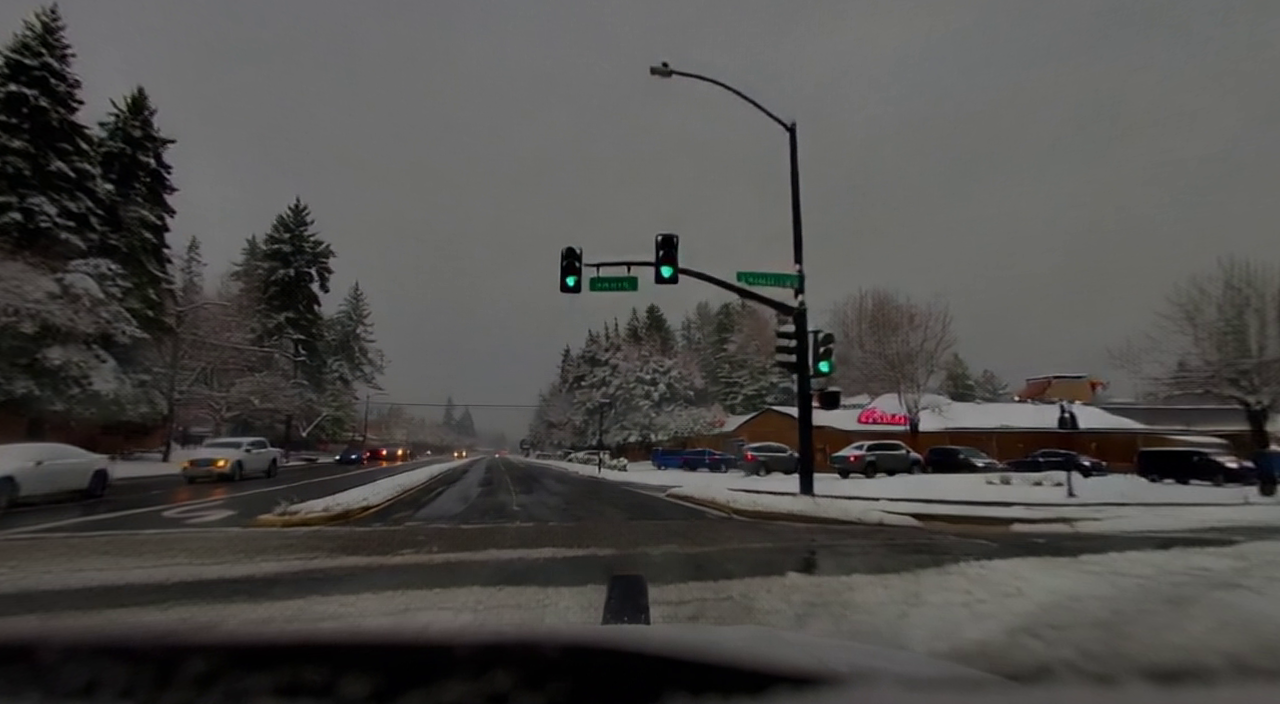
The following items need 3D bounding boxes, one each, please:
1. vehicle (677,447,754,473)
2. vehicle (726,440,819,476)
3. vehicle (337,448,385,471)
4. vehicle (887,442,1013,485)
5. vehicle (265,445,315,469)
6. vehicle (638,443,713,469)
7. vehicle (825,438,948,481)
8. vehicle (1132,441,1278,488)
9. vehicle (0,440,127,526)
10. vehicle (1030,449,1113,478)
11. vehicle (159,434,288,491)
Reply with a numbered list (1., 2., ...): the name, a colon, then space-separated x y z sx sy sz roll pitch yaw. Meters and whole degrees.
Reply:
1. vehicle: 4.586 6.494 38.179 4.257 1.474 1.751 3 -9 -20
2. vehicle: 6.986 5.542 33.166 4.669 1.770 1.896 5 -10 -30
3. vehicle: -18.749 7.195 42.498 1.951 1.436 4.624 2 -9 -11
4. vehicle: 13.023 4.646 26.580 4.375 1.685 2.045 2 -9 -14
5. vehicle: -27.398 8.232 49.534 1.882 1.706 4.938 0 -9 -10
6. vehicle: 2.468 7.246 44.107 4.843 1.748 1.985 2 -9 -16
7. vehicle: 11.503 4.962 29.401 5.314 1.829 2.018 3 -9 -23
8. vehicle: 22.058 4.368 24.653 4.530 1.696 1.979 2 -9 -15
9. vehicle: -12.392 2.440 11.932 1.961 1.492 4.702 1 -9 -9
10. vehicle: 23.387 6.007 34.168 4.324 1.437 1.865 5 -10 -29
11. vehicle: -14.831 3.937 22.892 2.049 1.817 5.292 2 -9 -12
